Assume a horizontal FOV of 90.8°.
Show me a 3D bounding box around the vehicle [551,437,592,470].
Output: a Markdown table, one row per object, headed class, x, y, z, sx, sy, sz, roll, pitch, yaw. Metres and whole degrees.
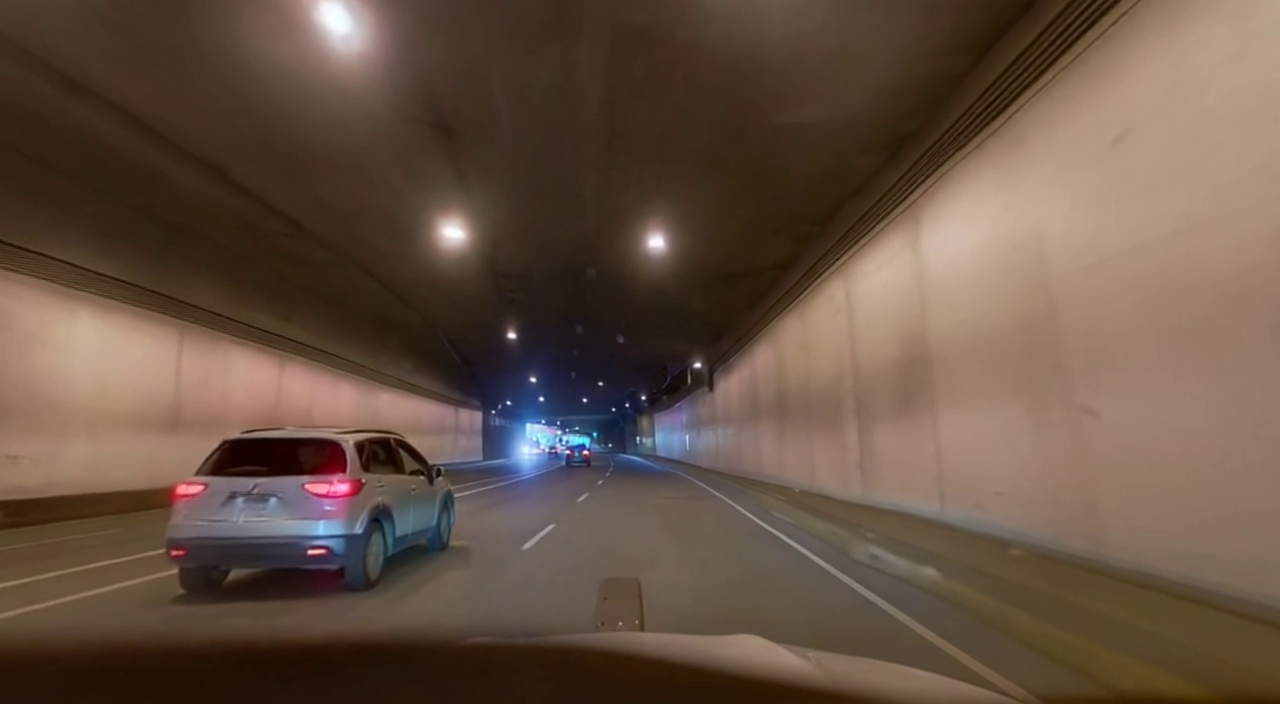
| class | x | y | z | sx | sy | sz | roll | pitch | yaw |
| --- | --- | --- | --- | --- | --- | --- | --- | --- | --- |
| vehicle | -3.810 | 5.669 | 35.588 | 1.961 | 1.725 | 4.315 | 0 | -8 | -2 |
